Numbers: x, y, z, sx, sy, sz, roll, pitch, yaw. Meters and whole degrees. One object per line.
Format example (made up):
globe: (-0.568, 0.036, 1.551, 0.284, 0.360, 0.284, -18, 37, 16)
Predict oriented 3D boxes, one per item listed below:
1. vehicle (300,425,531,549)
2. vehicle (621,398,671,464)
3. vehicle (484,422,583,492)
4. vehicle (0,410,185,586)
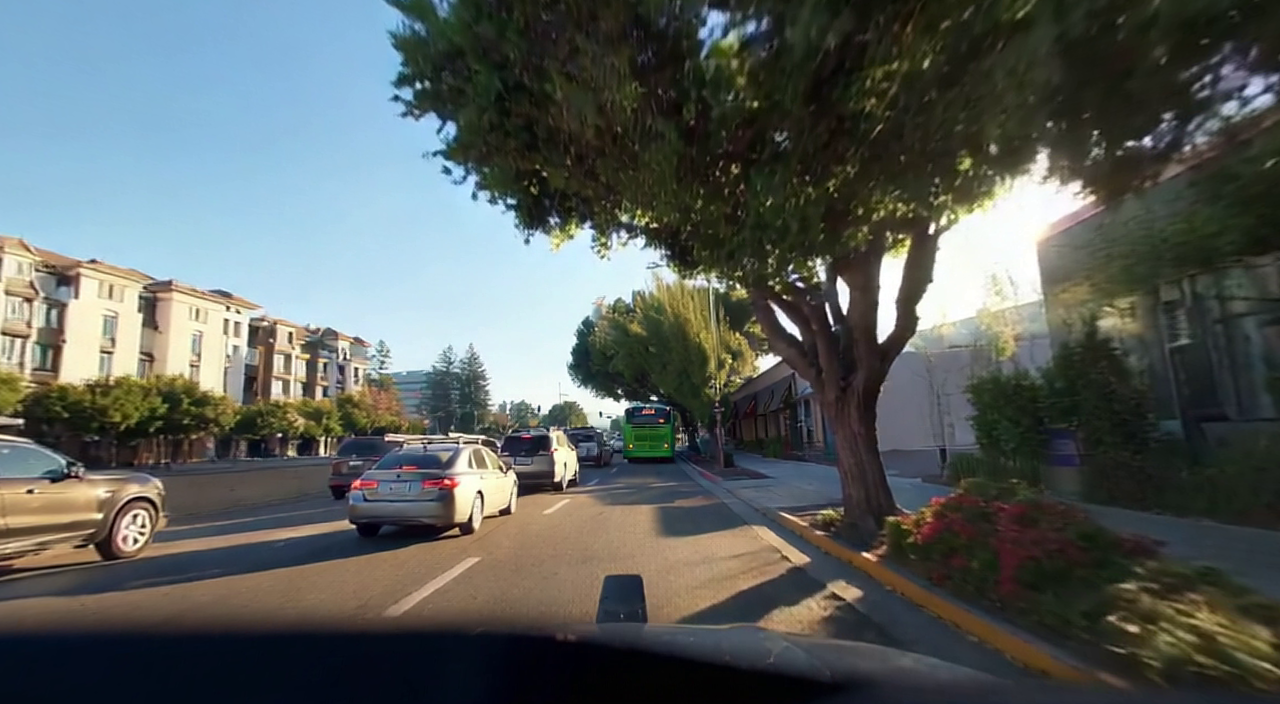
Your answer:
vehicle: (-3.299, 2.086, 10.444, 2.042, 1.571, 4.475, 0, -9, 2)
vehicle: (0.484, 5.581, 43.523, 2.970, 3.857, 12.200, 0, -9, 1)
vehicle: (-3.166, 3.274, 19.986, 2.095, 1.892, 5.043, 0, -9, 2)
vehicle: (-7.341, 1.441, 6.270, 2.252, 1.686, 4.447, 0, -9, 1)
